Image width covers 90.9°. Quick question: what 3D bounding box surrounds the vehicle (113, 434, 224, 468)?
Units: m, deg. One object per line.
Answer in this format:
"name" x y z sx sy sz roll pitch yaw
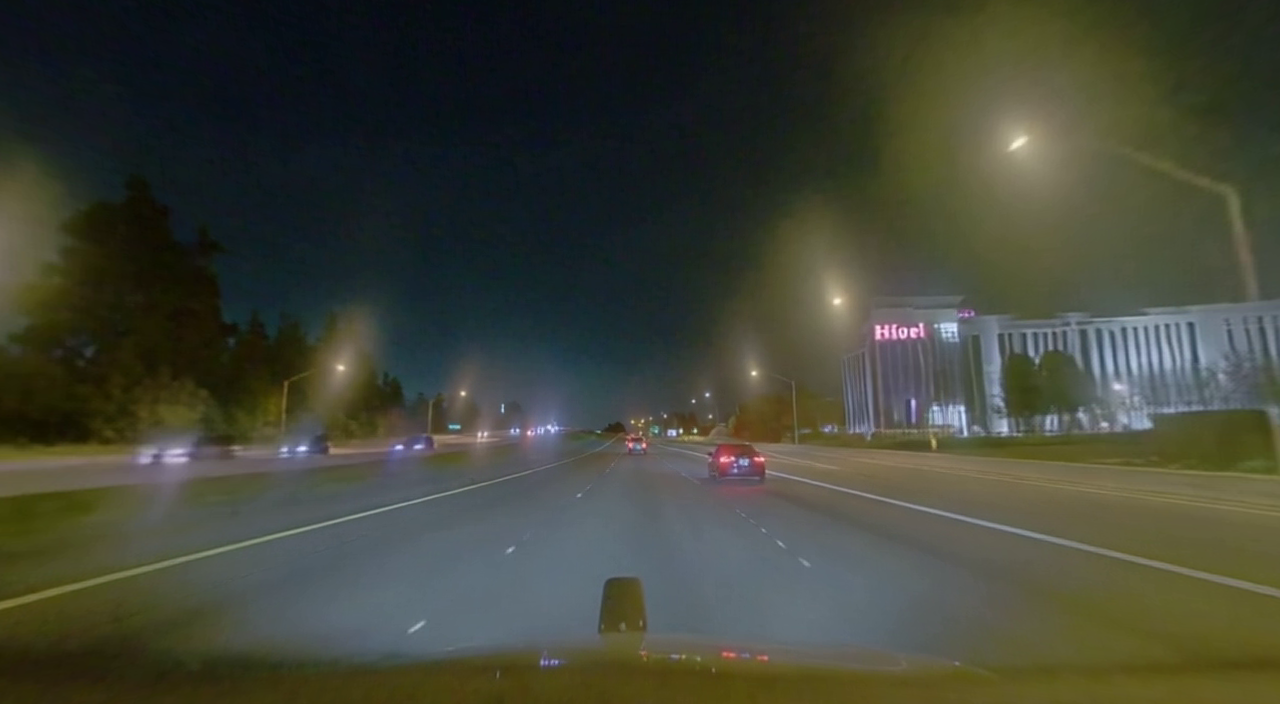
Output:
"vehicle" -21.897 4.621 29.543 1.921 1.480 4.348 0 -8 -2

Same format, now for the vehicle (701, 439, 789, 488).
"vehicle" 3.377 3.688 21.200 2.069 1.431 4.313 0 -8 -2
